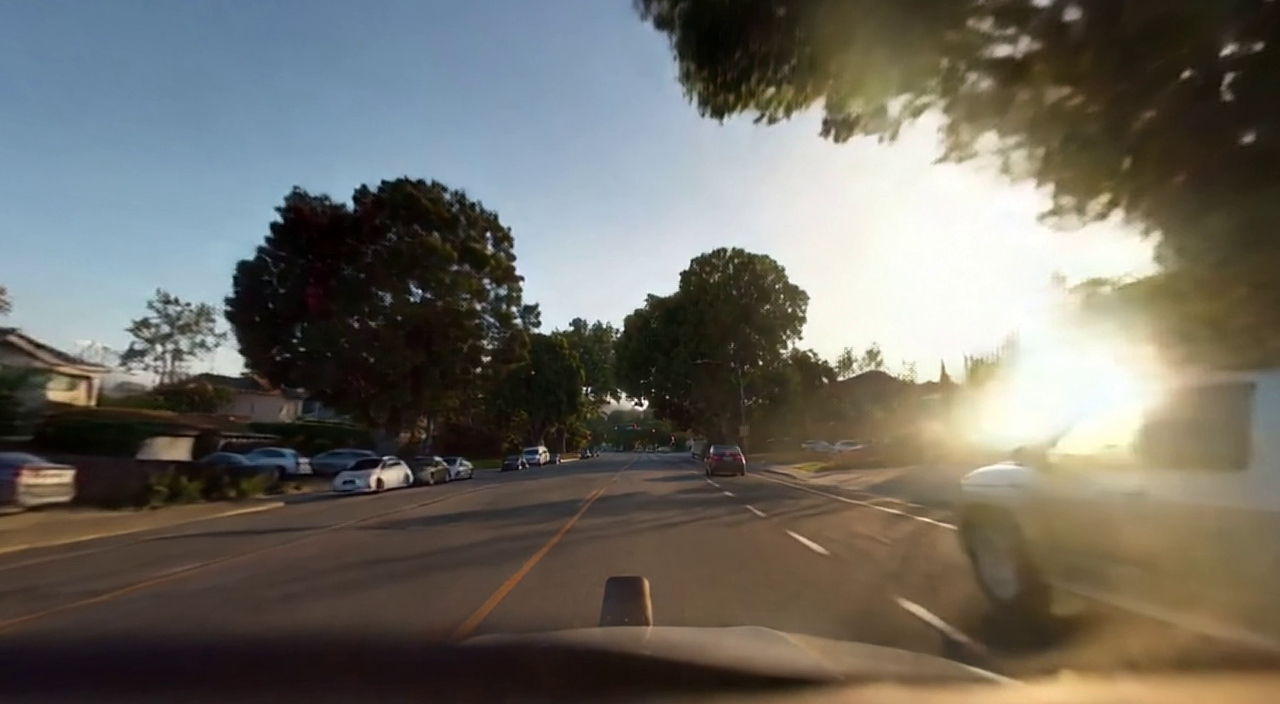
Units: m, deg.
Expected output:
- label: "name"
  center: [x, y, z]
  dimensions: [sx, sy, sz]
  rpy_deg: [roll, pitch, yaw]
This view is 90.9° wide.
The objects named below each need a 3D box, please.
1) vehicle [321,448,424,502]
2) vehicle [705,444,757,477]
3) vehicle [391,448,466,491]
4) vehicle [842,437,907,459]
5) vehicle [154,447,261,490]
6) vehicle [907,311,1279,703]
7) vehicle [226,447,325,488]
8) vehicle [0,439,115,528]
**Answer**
- label: "vehicle"
  center: [-10.479, 4.788, 25.094]
  dimensions: [2.083, 1.791, 4.585]
  rpy_deg: [-4, -9, 0]
- label: "vehicle"
  center: [4.476, 5.374, 31.556]
  dimensions: [1.956, 1.492, 4.425]
  rpy_deg: [-1, -9, 1]
- label: "vehicle"
  center: [-10.328, 5.733, 31.125]
  dimensions: [2.231, 1.736, 4.630]
  rpy_deg: [-5, -9, -2]
- label: "vehicle"
  center: [17.935, 7.383, 48.282]
  dimensions: [4.065, 1.557, 2.107]
  rpy_deg: [0, -9, -1]
- label: "vehicle"
  center: [-20.160, 5.421, 29.626]
  dimensions: [1.918, 1.767, 4.063]
  rpy_deg: [-3, -9, 4]
- label: "vehicle"
  center: [4.036, 0.901, 3.586]
  dimensions: [2.497, 1.889, 5.833]
  rpy_deg: [0, -9, 0]
- label: "vehicle"
  center: [-17.352, 5.476, 30.293]
  dimensions: [1.914, 1.792, 4.470]
  rpy_deg: [-1, -9, 3]
- label: "vehicle"
  center: [-16.652, 3.138, 15.319]
  dimensions: [5.615, 1.953, 2.359]
  rpy_deg: [-1, -9, 1]
